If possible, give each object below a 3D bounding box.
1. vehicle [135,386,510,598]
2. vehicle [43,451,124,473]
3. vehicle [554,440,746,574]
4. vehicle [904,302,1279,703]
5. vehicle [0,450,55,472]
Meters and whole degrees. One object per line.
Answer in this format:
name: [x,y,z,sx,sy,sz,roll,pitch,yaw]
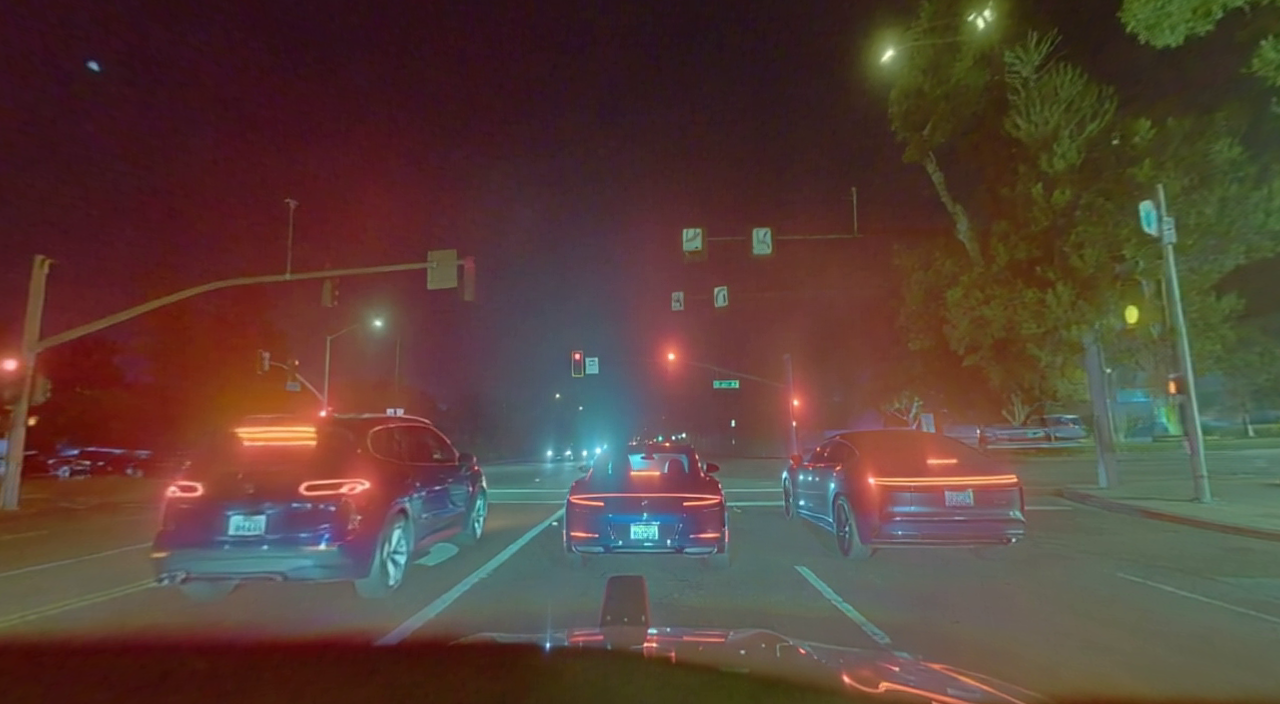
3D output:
vehicle: [-3.200,1.544,7.831,2.061,1.781,4.842,0,-8,1]
vehicle: [-41.284,8.156,46.792,4.195,1.533,1.752,0,-8,-3]
vehicle: [0.117,1.870,8.387,1.945,1.343,3.827,0,-8,0]
vehicle: [3.107,0.805,2.519,2.143,1.759,4.531,0,-8,0]
vehicle: [-46.170,7.955,46.161,4.545,1.558,1.833,0,-8,-4]
